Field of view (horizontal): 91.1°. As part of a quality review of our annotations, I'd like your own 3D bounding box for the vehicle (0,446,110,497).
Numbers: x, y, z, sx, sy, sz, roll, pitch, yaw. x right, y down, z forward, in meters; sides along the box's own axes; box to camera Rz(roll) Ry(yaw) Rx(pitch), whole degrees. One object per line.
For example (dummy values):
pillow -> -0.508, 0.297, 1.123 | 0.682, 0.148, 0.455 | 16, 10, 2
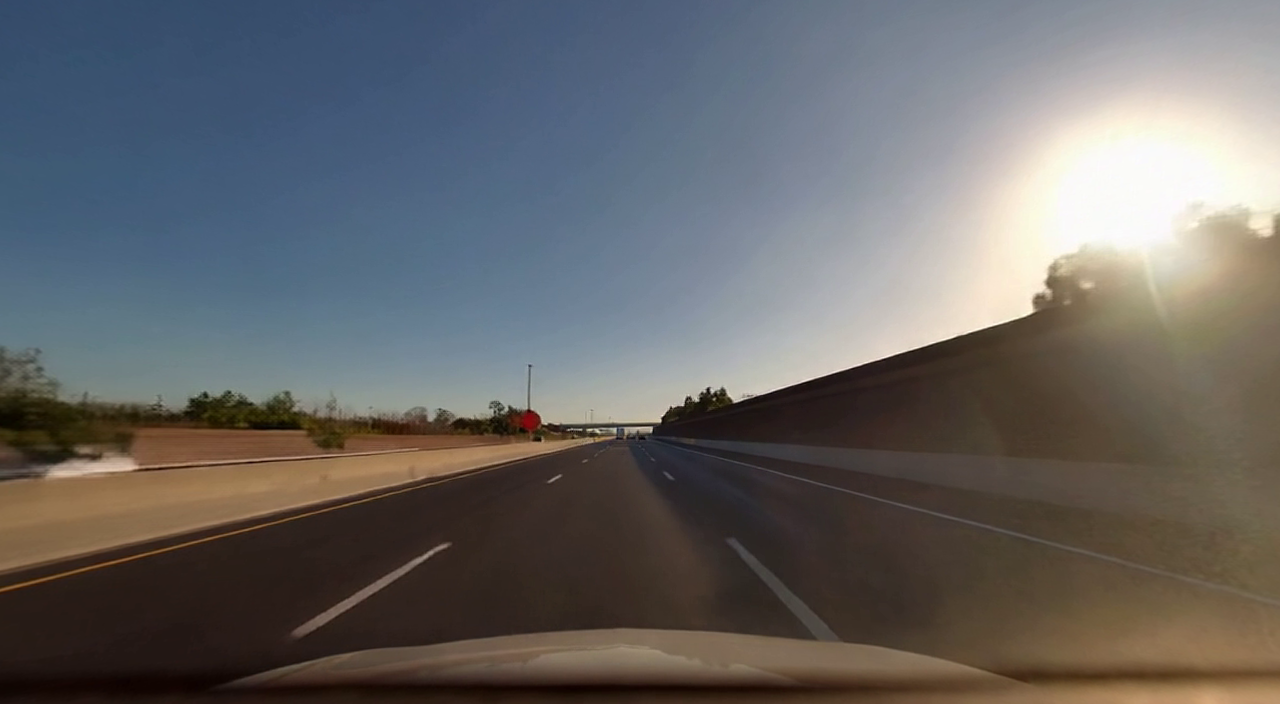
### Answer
vehicle -> -20.843, 4.024, 21.489 | 1.829, 1.515, 4.130 | 0, -8, 0
